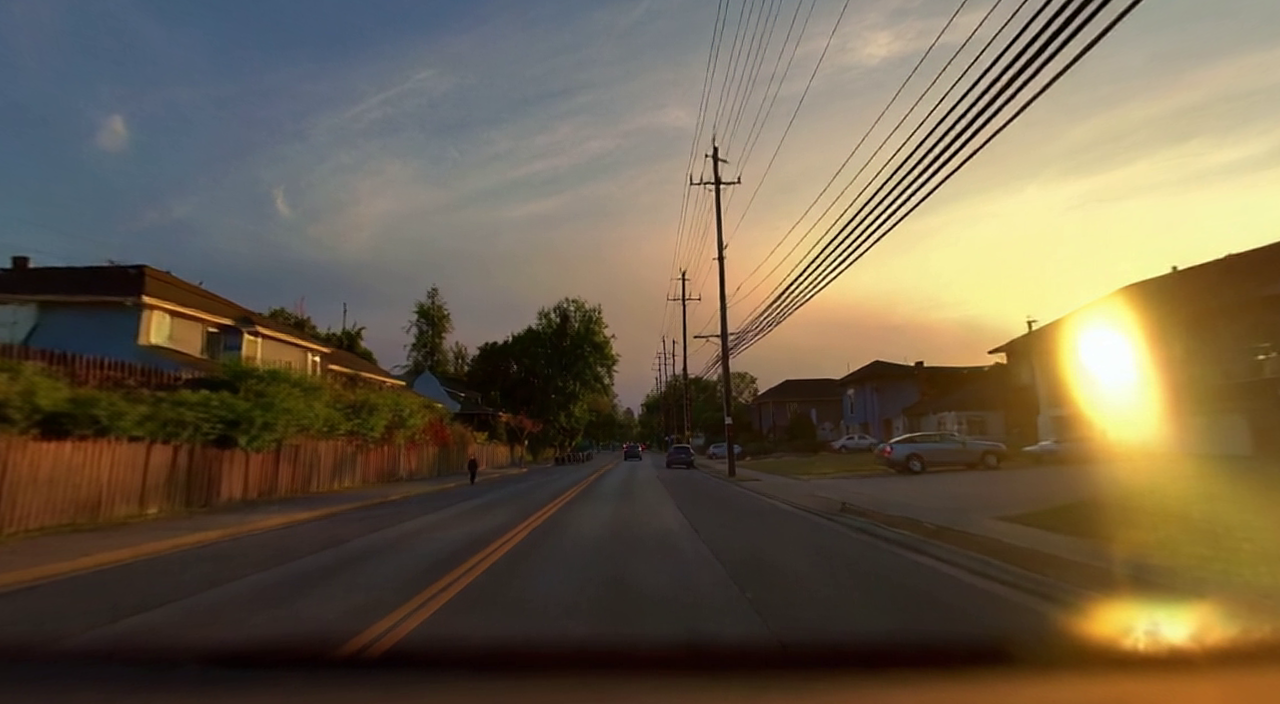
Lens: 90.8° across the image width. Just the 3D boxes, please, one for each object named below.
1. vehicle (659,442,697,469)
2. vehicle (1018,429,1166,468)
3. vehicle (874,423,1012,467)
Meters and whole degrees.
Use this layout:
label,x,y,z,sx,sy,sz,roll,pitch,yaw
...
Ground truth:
label,x,y,z,sx,sy,sz,roll,pitch,yaw
vehicle,2.521,6.996,43.045,2.108,1.710,4.499,0,-9,-2
vehicle,18.788,4.032,26.464,4.558,1.554,1.990,-1,-9,4
vehicle,12.596,3.905,26.553,4.701,1.745,2.083,-1,-9,2
